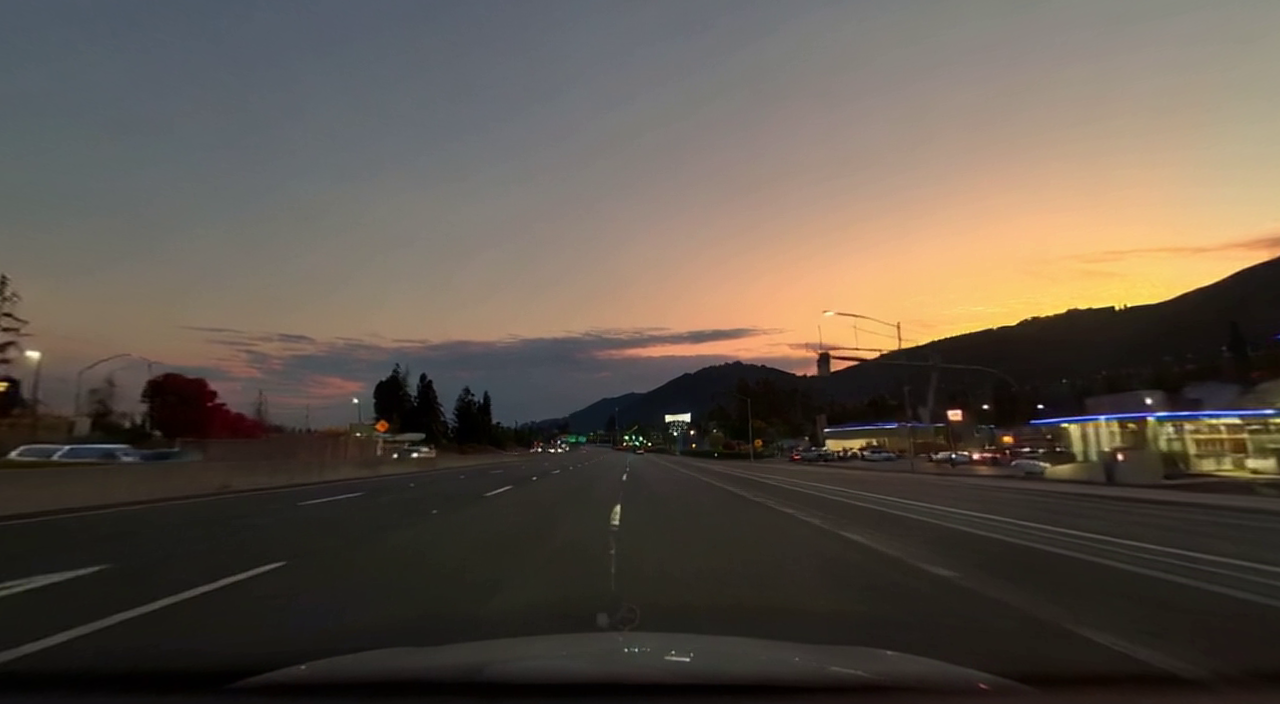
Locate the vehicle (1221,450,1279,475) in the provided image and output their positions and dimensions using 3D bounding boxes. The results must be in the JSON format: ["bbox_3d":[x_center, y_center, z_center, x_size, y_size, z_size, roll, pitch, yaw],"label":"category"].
[{"bbox_3d":[48.162,8.533,48.971,2.296,1.632,4.498,-4,-8,13],"label":"vehicle"}]

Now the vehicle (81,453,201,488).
[{"bbox_3d":[-24.041,5.695,30.632,1.881,1.537,4.894,0,-9,0],"label":"vehicle"}]

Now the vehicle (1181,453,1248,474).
[{"bbox_3d":[45.208,8.729,49.682,1.951,1.528,4.497,-2,-9,16],"label":"vehicle"}]
